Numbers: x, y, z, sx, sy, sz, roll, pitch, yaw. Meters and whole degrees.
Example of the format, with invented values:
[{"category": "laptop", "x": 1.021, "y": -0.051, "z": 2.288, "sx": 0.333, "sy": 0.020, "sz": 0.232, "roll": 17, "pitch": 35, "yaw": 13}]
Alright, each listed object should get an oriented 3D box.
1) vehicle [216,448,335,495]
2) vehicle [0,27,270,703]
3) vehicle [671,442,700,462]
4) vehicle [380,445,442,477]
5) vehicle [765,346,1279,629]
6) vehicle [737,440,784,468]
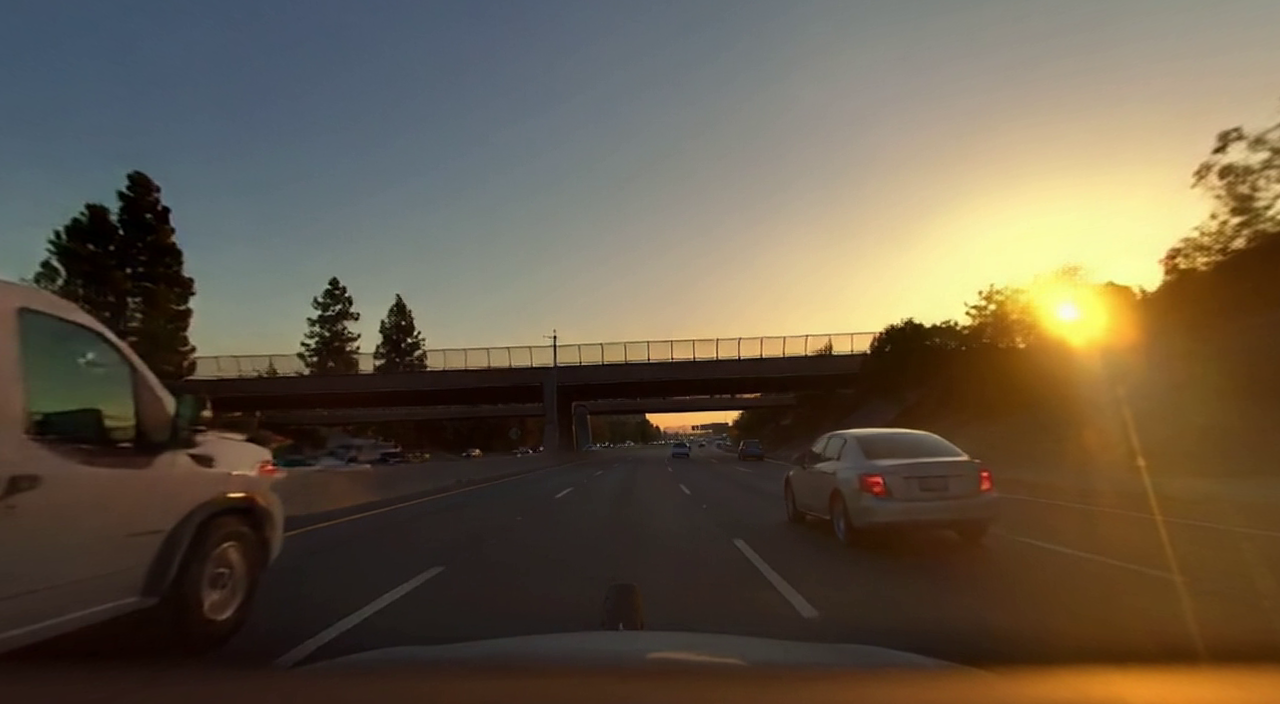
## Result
[{"category": "vehicle", "x": -14.794, "y": 4.845, "z": 26.015, "sx": 1.964, "sy": 1.745, "sz": 4.574, "roll": -1, "pitch": -9, "yaw": 3}, {"category": "vehicle", "x": -3.381, "y": -0.004, "z": 0.584, "sx": 2.369, "sy": 2.682, "sz": 6.088, "roll": 0, "pitch": -9, "yaw": 0}, {"category": "vehicle", "x": 3.506, "y": 7.796, "z": 49.203, "sx": 1.981, "sy": 1.471, "sz": 4.342, "roll": -1, "pitch": -9, "yaw": 1}, {"category": "vehicle", "x": -17.553, "y": 8.337, "z": 48.779, "sx": 2.339, "sy": 1.879, "sz": 5.755, "roll": -5, "pitch": -6, "yaw": 3}, {"category": "vehicle", "x": 3.507, "y": 1.407, "z": 7.606, "sx": 2.693, "sy": 2.044, "sz": 5.882, "roll": 0, "pitch": -9, "yaw": -1}, {"category": "vehicle", "x": 7.070, "y": 6.053, "z": 37.473, "sx": 1.989, "sy": 1.529, "sz": 4.375, "roll": -1, "pitch": -9, "yaw": 0}]
